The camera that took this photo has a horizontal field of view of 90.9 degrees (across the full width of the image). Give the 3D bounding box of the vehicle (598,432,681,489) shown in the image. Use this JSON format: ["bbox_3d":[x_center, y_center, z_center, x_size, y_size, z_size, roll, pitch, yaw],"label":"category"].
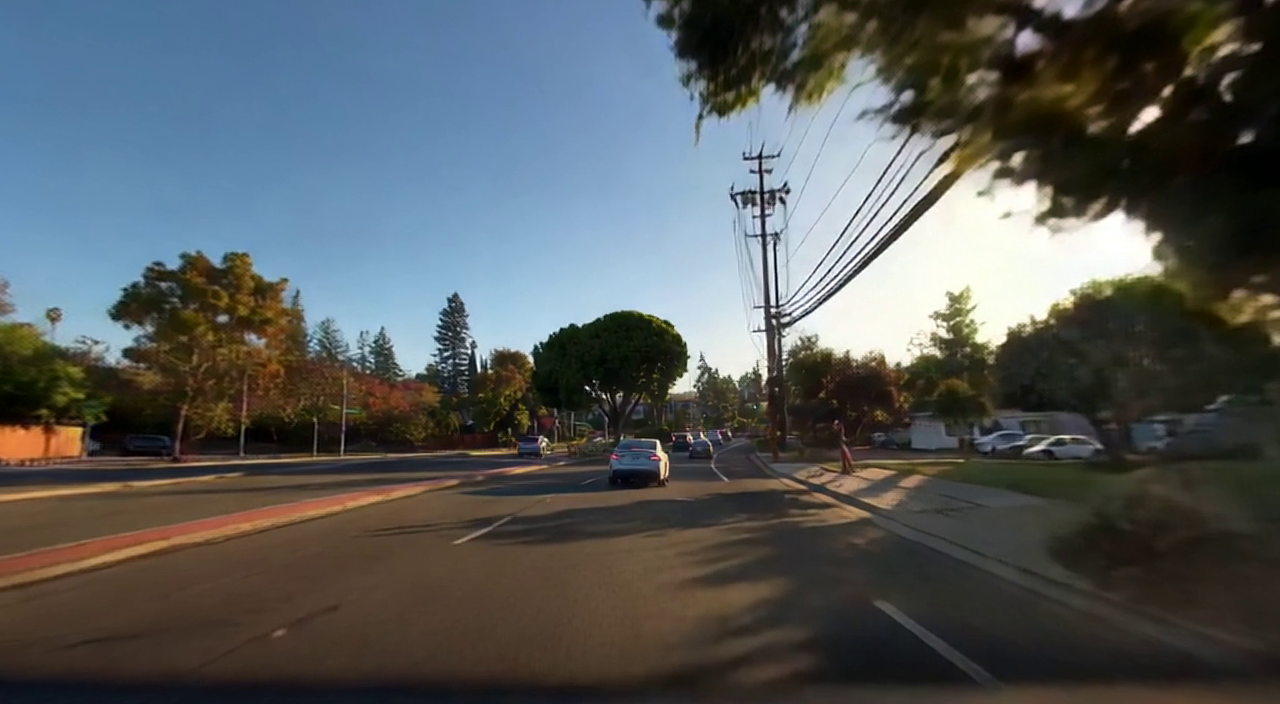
[{"bbox_3d":[0.106,3.172,18.771,2.117,1.474,4.036,-1,-8,5],"label":"vehicle"}]

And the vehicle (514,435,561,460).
[{"bbox_3d":[-6.456,6.084,40.284,1.983,1.485,4.159,-1,-8,5],"label":"vehicle"}]

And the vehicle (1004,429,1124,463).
[{"bbox_3d":[21.721,4.825,32.456,4.674,1.500,1.889,1,-9,8],"label":"vehicle"}]

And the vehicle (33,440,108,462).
[{"bbox_3d":[-42.620,7.372,47.278,1.767,1.469,3.933,-3,-7,4],"label":"vehicle"}]

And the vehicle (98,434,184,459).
[{"bbox_3d":[-36.418,6.910,46.184,1.866,1.739,4.941,-1,-8,5],"label":"vehicle"}]

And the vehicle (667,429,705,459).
[{"bbox_3d":[3.203,6.289,43.030,2.158,1.939,4.935,-1,-9,9],"label":"vehicle"}]

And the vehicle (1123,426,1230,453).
[{"bbox_3d":[33.975,5.545,40.029,4.689,1.603,1.929,-3,-7,11],"label":"vehicle"}]
